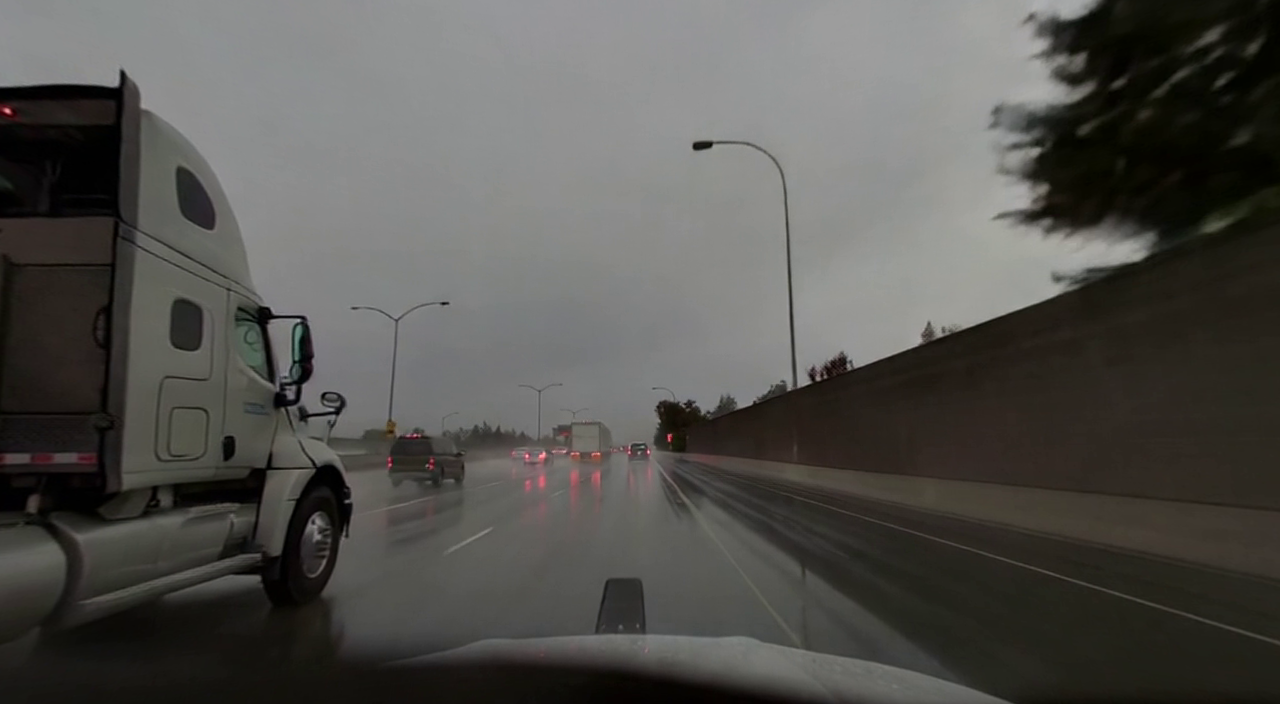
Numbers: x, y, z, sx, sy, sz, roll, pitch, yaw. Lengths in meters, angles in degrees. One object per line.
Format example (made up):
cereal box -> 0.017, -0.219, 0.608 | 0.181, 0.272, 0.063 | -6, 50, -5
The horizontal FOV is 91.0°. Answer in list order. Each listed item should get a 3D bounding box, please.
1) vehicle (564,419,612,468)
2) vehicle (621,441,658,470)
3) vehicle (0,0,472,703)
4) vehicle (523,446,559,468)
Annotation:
vehicle -> -3.752, 6.977, 48.032 | 2.956, 3.331, 9.575 | 0, -9, -1
vehicle -> -0.021, 6.381, 39.025 | 2.178, 1.640, 4.071 | 0, -9, 0
vehicle -> -3.746, 0.342, 3.279 | 3.025, 3.266, 9.256 | -1, -9, 1
vehicle -> -7.302, 7.796, 46.963 | 1.962, 1.489, 4.002 | -1, -9, 1
